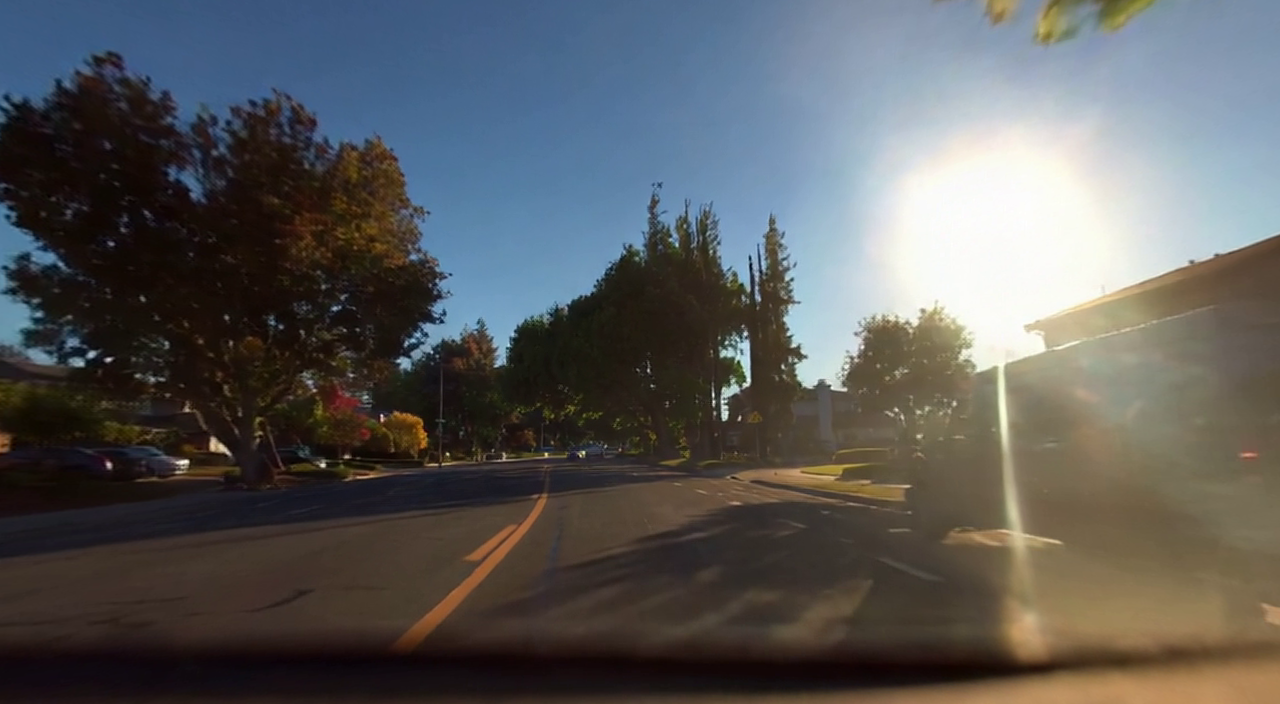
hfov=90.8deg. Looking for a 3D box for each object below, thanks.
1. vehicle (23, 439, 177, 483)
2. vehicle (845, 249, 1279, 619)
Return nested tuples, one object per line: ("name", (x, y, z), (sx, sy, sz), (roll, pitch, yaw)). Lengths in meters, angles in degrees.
("vehicle", (-25.135, 5.055, 29.615), (4.975, 1.847, 2.096), (0, -8, -11))
("vehicle", (6.966, 1.183, 9.005), (4.991, 2.862, 7.939), (1, -8, -4))
